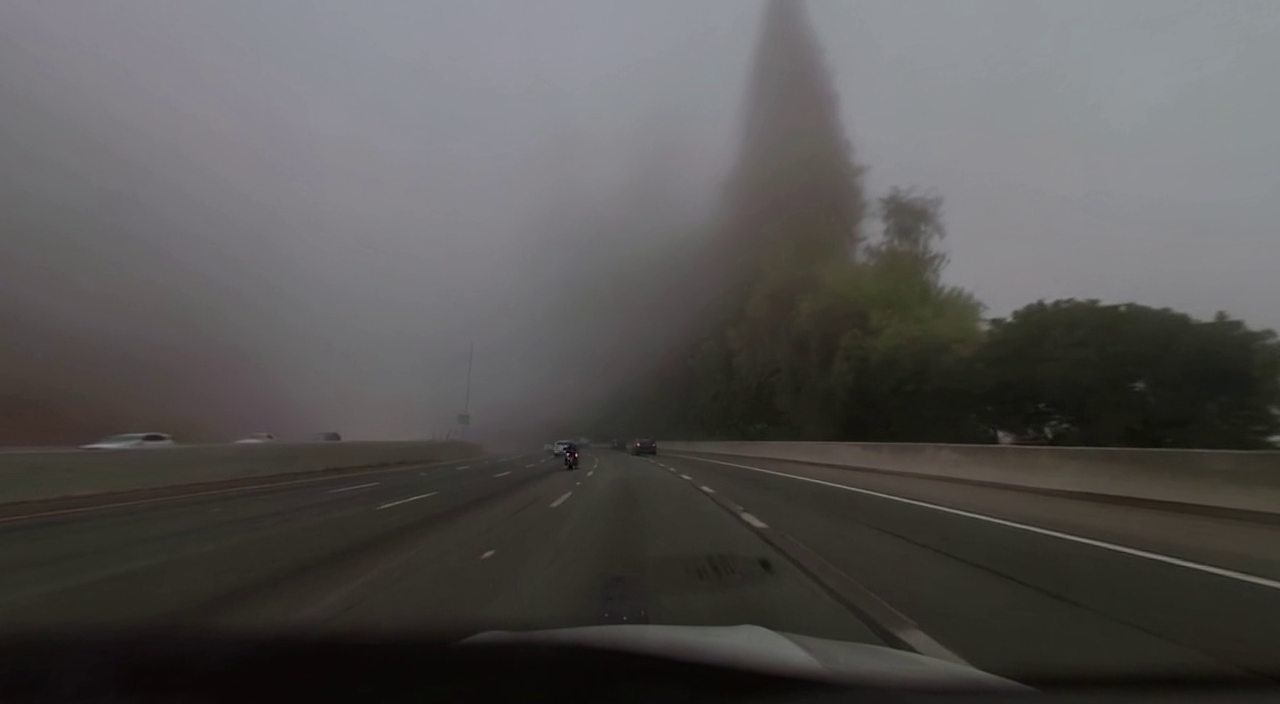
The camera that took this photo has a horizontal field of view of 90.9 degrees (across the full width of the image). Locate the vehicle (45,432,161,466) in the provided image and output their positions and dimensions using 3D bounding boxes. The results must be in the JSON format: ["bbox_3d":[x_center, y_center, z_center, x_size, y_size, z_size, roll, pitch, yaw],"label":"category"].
[{"bbox_3d":[-26.758,4.840,31.677,2.007,1.564,4.506,0,-8,-4],"label":"vehicle"}]
